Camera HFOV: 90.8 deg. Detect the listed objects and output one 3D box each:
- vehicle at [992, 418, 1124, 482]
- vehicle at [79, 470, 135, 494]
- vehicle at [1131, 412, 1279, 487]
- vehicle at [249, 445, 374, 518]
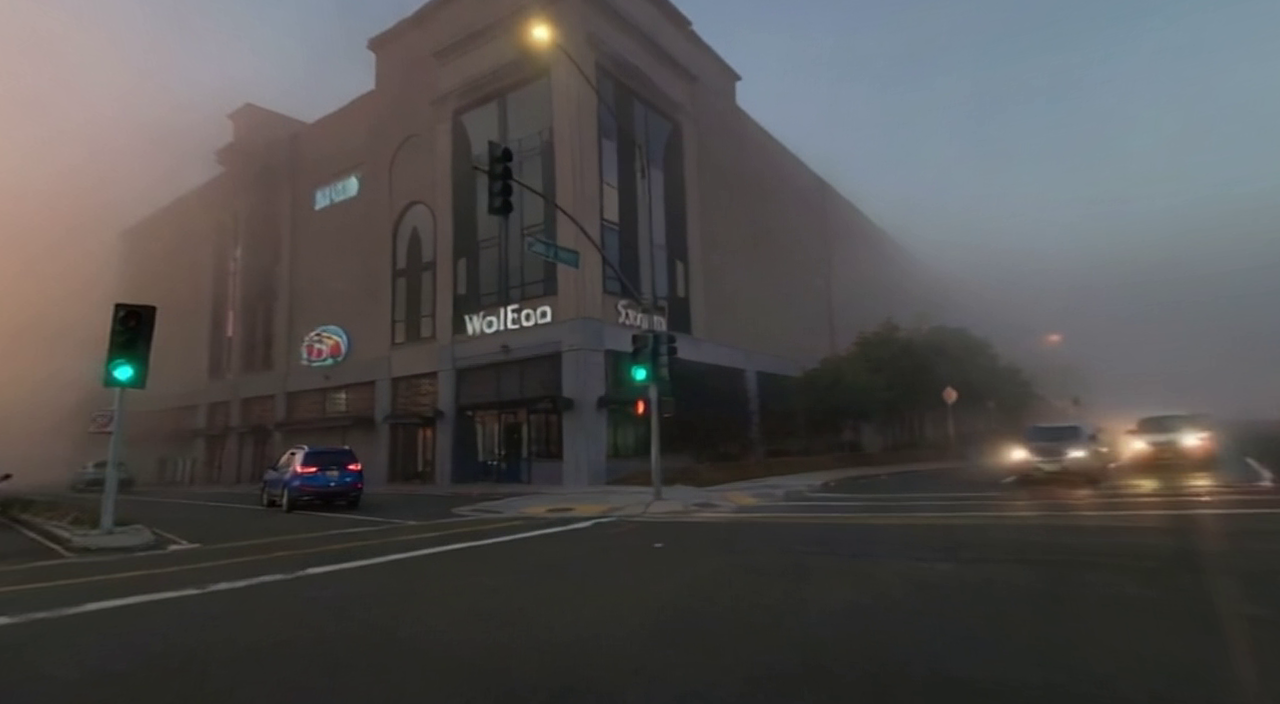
[{"bbox_3d":[11.985,2.764,18.011,4.342,1.596,2.005,7,-11,-42],"label":"vehicle"},{"bbox_3d":[-41.553,10.091,49.213,3.855,1.627,1.943,-5,-10,28],"label":"vehicle"},{"bbox_3d":[13.730,2.340,15.251,4.210,1.529,2.163,7,-12,-43],"label":"vehicle"},{"bbox_3d":[-9.515,3.577,18.123,2.238,1.762,4.445,6,-11,-39],"label":"vehicle"}]
